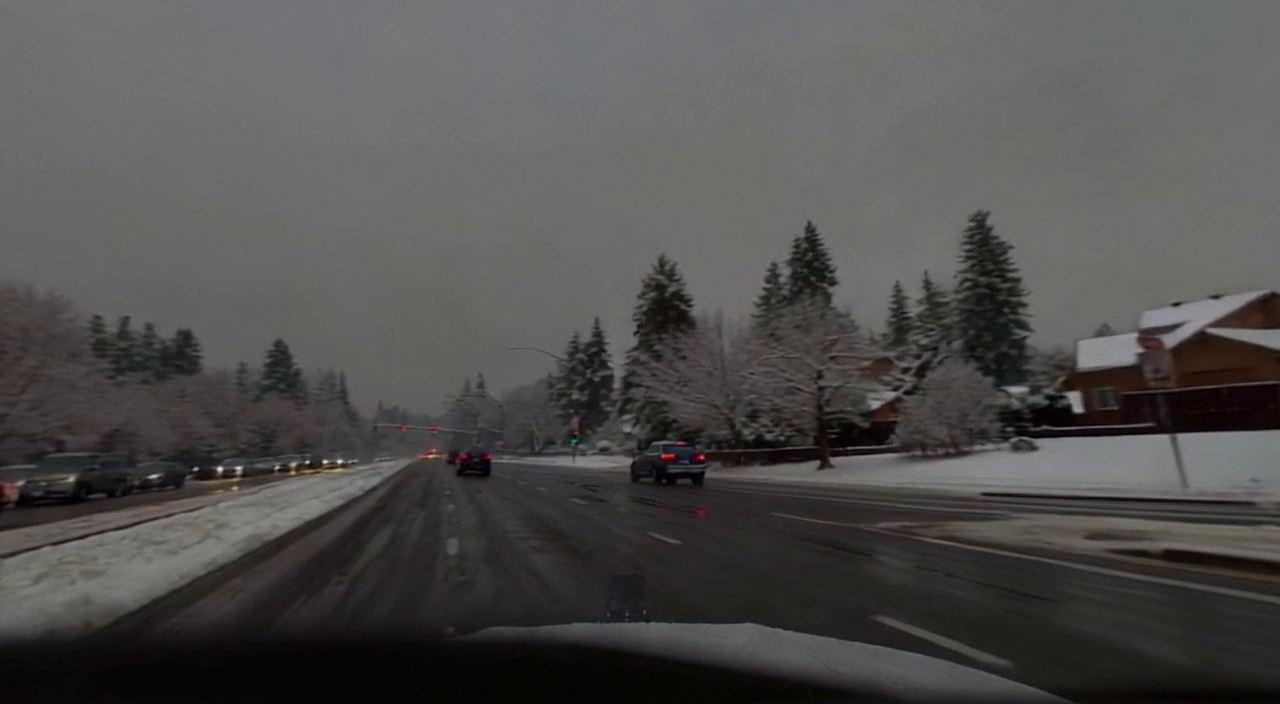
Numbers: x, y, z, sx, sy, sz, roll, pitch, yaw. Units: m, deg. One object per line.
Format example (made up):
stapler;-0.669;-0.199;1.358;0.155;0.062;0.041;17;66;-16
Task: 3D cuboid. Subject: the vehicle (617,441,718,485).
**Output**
vehicle;1.122;4.964;28.577;2.102;1.798;4.995;5;-10;-31

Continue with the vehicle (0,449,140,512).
vehicle;-15.713;3.326;16.860;2.043;1.431;4.659;3;-9;-18

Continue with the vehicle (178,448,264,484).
vehicle;-19.641;5.335;29.816;2.057;1.537;4.410;3;-9;-16
